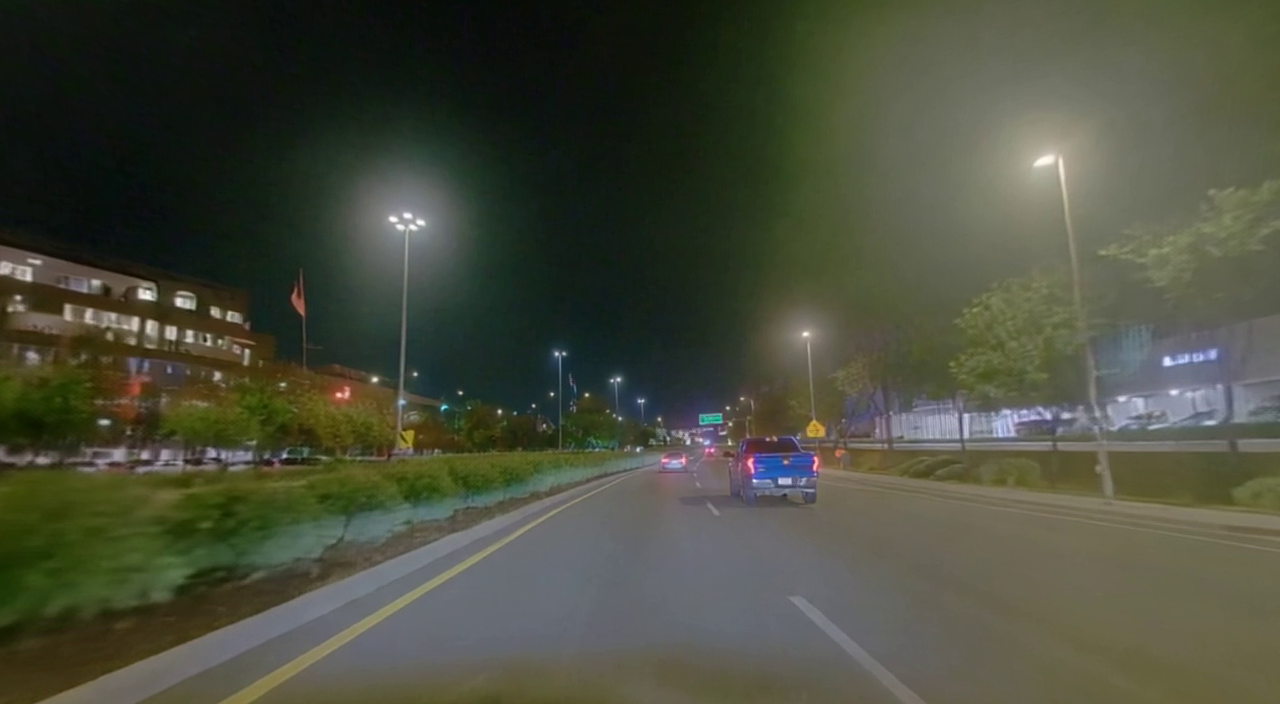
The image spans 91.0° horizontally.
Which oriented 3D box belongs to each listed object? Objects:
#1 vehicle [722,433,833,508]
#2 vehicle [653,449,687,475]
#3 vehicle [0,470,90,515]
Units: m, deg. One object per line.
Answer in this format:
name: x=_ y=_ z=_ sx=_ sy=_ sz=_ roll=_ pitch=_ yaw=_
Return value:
vehicle: x=3.987 y=3.553 z=19.468 sx=2.367 sy=1.919 sz=5.651 roll=0 pitch=-9 yaw=2
vehicle: x=1.925 y=6.835 z=39.333 sx=1.968 sy=1.521 sz=4.262 roll=0 pitch=-9 yaw=4
vehicle: x=-24.613 y=5.466 z=24.670 sx=1.890 sy=1.519 sz=4.431 roll=0 pitch=-9 yaw=4
